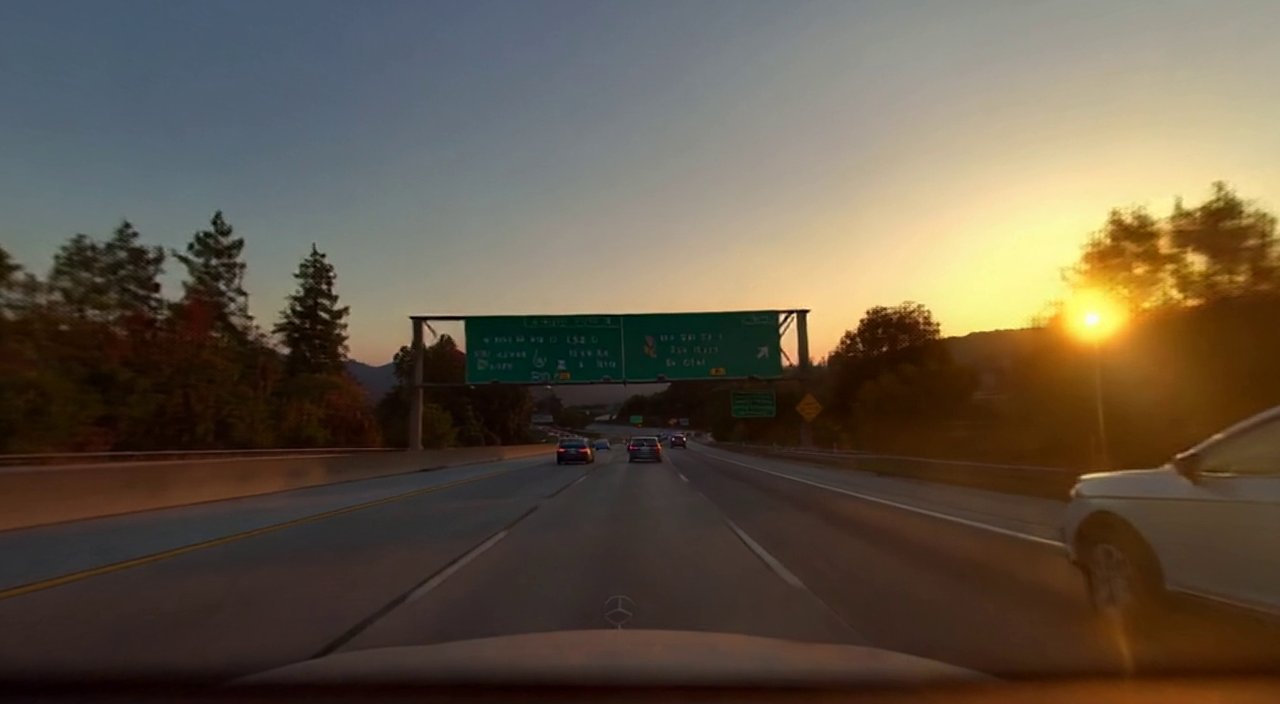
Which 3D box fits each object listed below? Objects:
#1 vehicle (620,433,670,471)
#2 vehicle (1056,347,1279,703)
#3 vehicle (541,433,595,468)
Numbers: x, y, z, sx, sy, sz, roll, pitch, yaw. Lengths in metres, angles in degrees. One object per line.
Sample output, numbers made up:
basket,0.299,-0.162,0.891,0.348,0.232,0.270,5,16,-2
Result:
vehicle,0.221,4.349,27.477,2.049,1.542,3.816,0,-8,1
vehicle,4.091,0.746,2.378,2.025,1.707,4.279,0,-8,-1
vehicle,-3.526,4.899,31.454,2.066,1.561,4.495,0,-8,1
